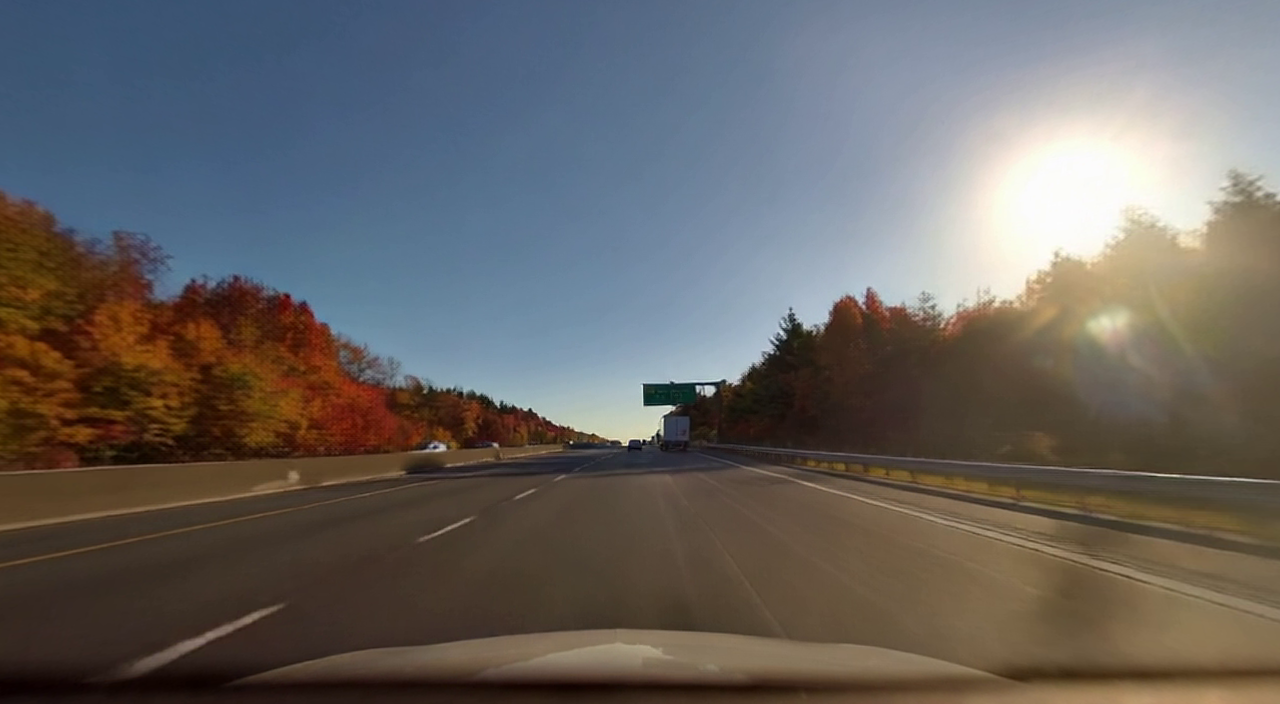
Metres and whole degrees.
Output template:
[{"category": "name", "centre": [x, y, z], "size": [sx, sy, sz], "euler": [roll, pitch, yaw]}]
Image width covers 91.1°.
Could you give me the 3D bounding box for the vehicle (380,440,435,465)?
[{"category": "vehicle", "centre": [-17.391, 7.490, 47.221], "size": [2.027, 1.755, 4.979], "euler": [-1, -8, 2]}]
